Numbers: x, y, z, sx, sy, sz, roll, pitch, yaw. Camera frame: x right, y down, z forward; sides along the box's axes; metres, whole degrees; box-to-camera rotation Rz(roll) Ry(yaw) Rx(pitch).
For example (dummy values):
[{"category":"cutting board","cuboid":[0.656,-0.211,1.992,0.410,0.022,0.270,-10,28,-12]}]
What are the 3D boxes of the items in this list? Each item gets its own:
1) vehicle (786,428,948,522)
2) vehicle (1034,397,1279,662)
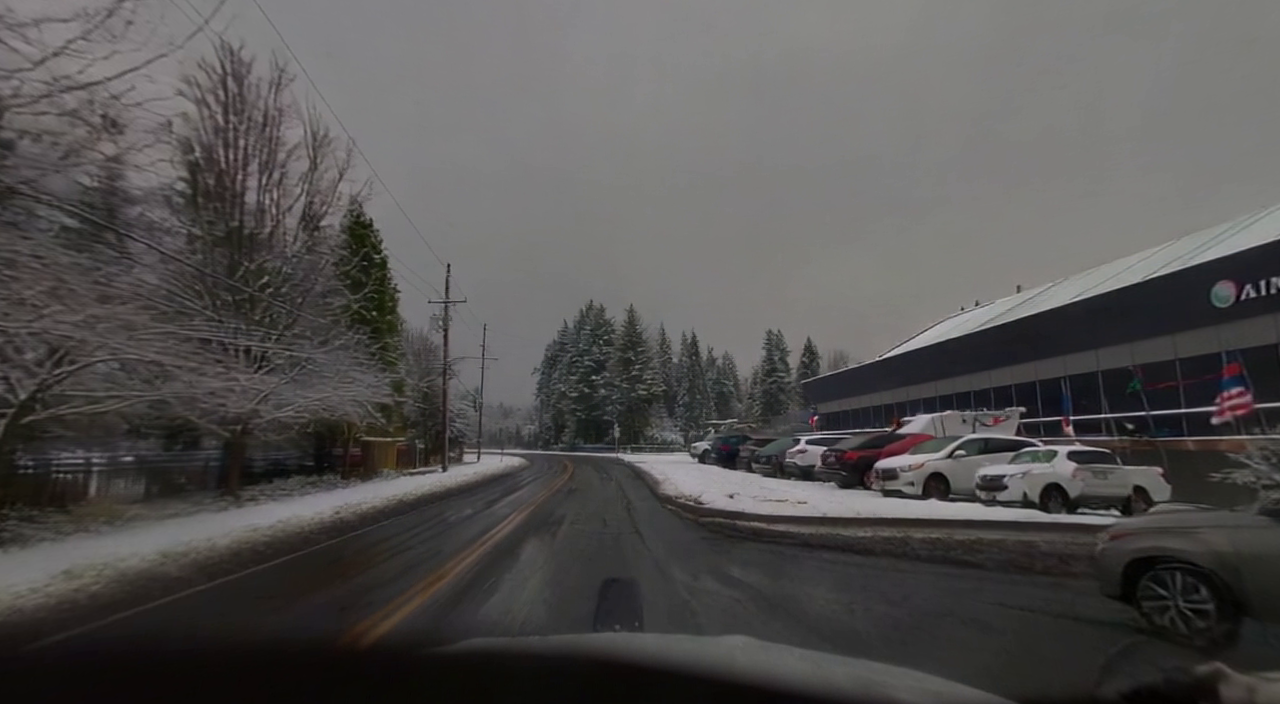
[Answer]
[{"category":"vehicle","cuboid":[5.084,2.804,14.850,1.977,1.860,4.237,0,-9,-4]},{"category":"vehicle","cuboid":[5.995,1.308,4.709,2.113,1.945,4.546,5,-10,-29]}]
